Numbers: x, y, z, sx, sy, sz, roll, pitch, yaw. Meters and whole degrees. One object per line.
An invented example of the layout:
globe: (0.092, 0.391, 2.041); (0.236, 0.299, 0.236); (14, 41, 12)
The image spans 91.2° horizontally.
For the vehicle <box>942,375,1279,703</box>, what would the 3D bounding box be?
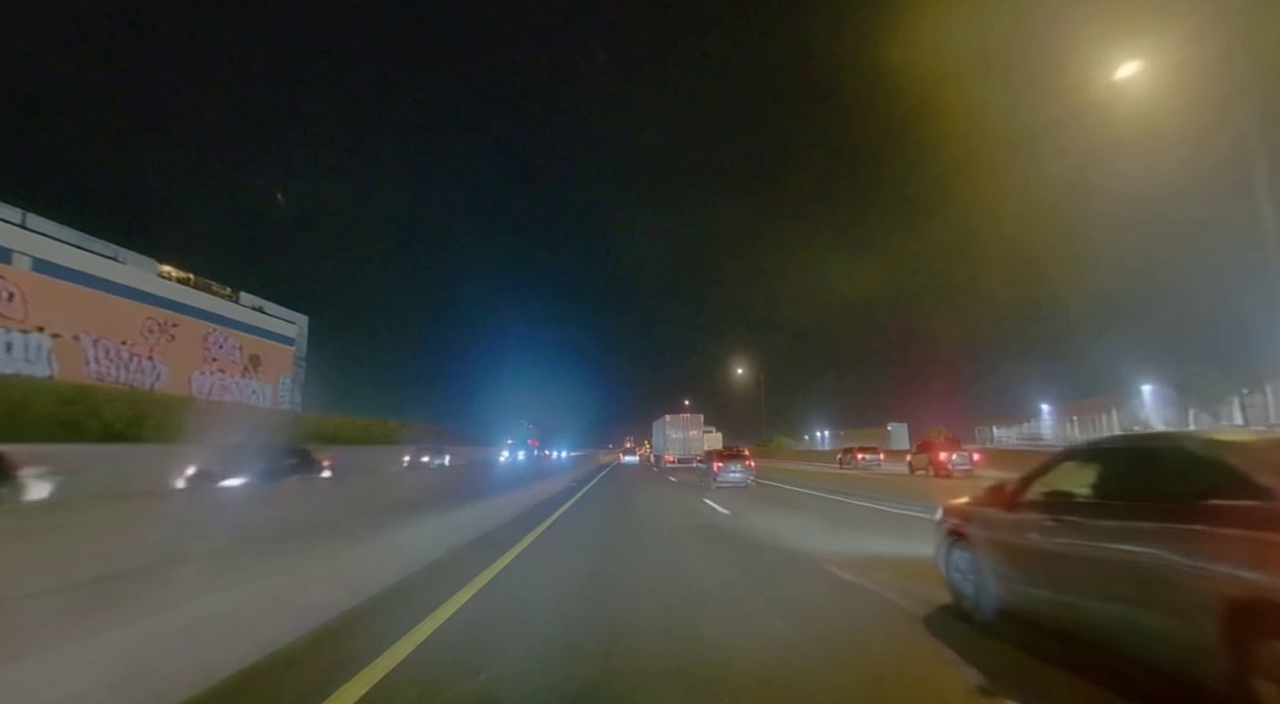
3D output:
vehicle: (3.700, 0.974, 3.075); (2.045, 1.605, 4.674); (0, -9, -1)

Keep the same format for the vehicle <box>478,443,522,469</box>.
vehicle: (-9.006, 6.731, 40.635); (1.933, 1.553, 4.112); (0, -9, -1)

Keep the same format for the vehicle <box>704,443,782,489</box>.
vehicle: (3.834, 4.326, 24.155); (2.085, 1.588, 4.436); (0, -9, -2)

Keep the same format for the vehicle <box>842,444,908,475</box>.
vehicle: (13.564, 6.220, 36.455); (2.107, 1.648, 4.324); (0, -9, 0)

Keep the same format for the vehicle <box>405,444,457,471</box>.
vehicle: (-12.874, 6.502, 38.897); (1.856, 1.548, 4.007); (0, -9, 0)

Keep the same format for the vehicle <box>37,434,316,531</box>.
vehicle: (-8.334, 2.363, 11.961); (1.895, 1.483, 4.494); (0, -9, 0)
